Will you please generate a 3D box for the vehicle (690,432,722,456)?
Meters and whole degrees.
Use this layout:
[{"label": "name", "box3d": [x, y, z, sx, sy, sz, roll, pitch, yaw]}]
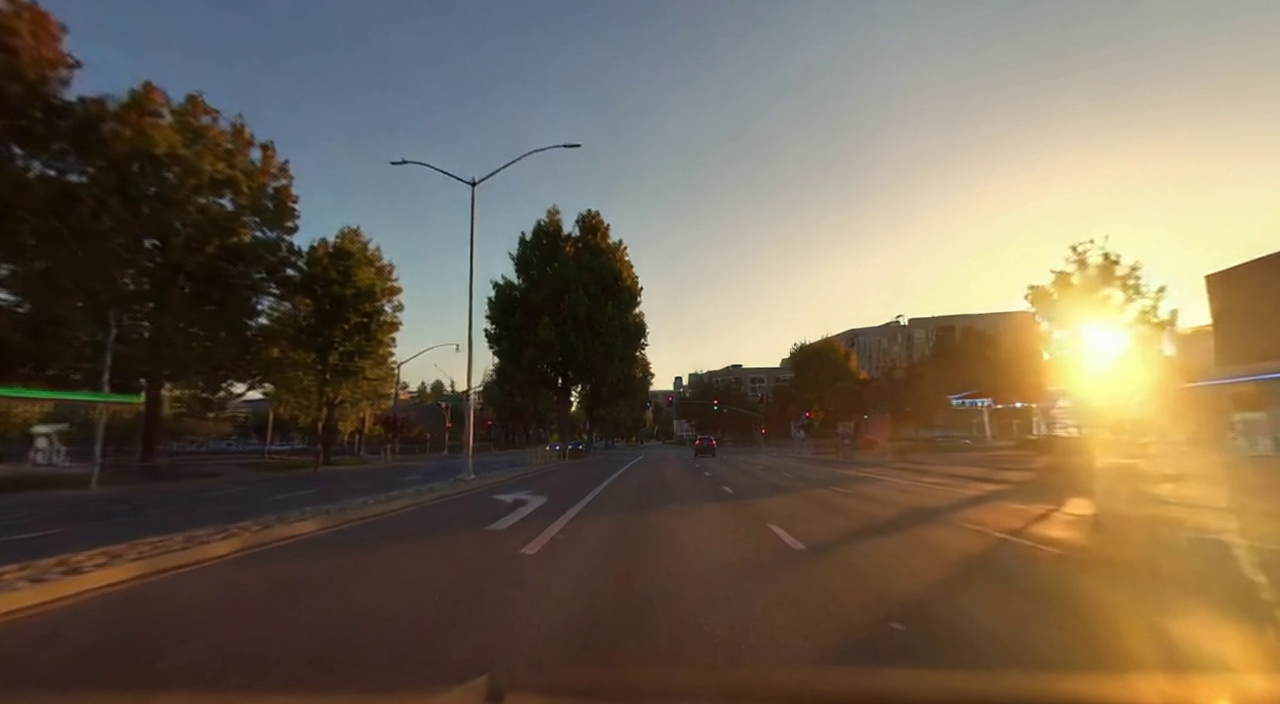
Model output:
[{"label": "vehicle", "box3d": [5.101, 7.212, 49.233, 2.090, 1.717, 4.063, 0, -8, 0]}]
